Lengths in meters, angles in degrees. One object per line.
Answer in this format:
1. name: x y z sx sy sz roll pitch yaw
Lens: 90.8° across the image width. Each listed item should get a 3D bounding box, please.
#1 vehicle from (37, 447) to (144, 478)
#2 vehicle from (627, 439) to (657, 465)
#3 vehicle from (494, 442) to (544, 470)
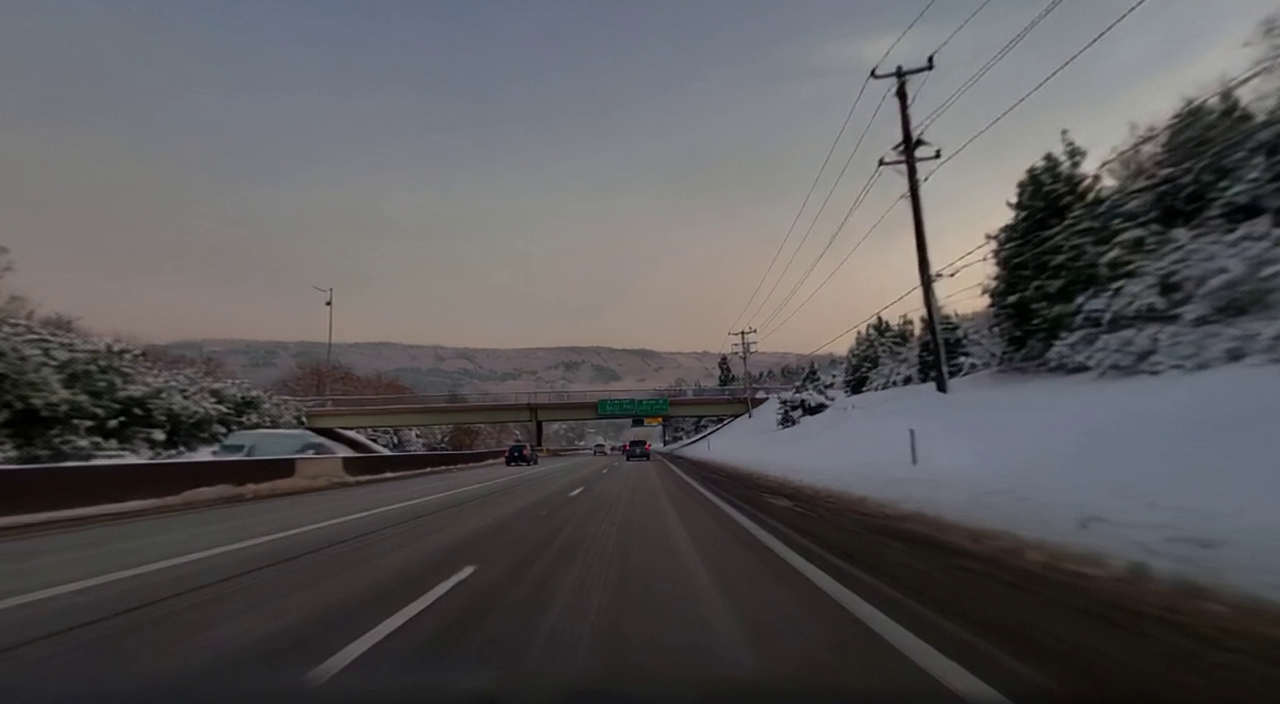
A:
1. vehicle: -35.503 7.125 41.101 2.001 1.866 5.412 0 -8 1
2. vehicle: 0.141 7.036 44.508 2.063 1.715 4.299 0 -8 0
3. vehicle: -7.077 6.114 37.400 2.077 1.511 4.323 0 -8 1
